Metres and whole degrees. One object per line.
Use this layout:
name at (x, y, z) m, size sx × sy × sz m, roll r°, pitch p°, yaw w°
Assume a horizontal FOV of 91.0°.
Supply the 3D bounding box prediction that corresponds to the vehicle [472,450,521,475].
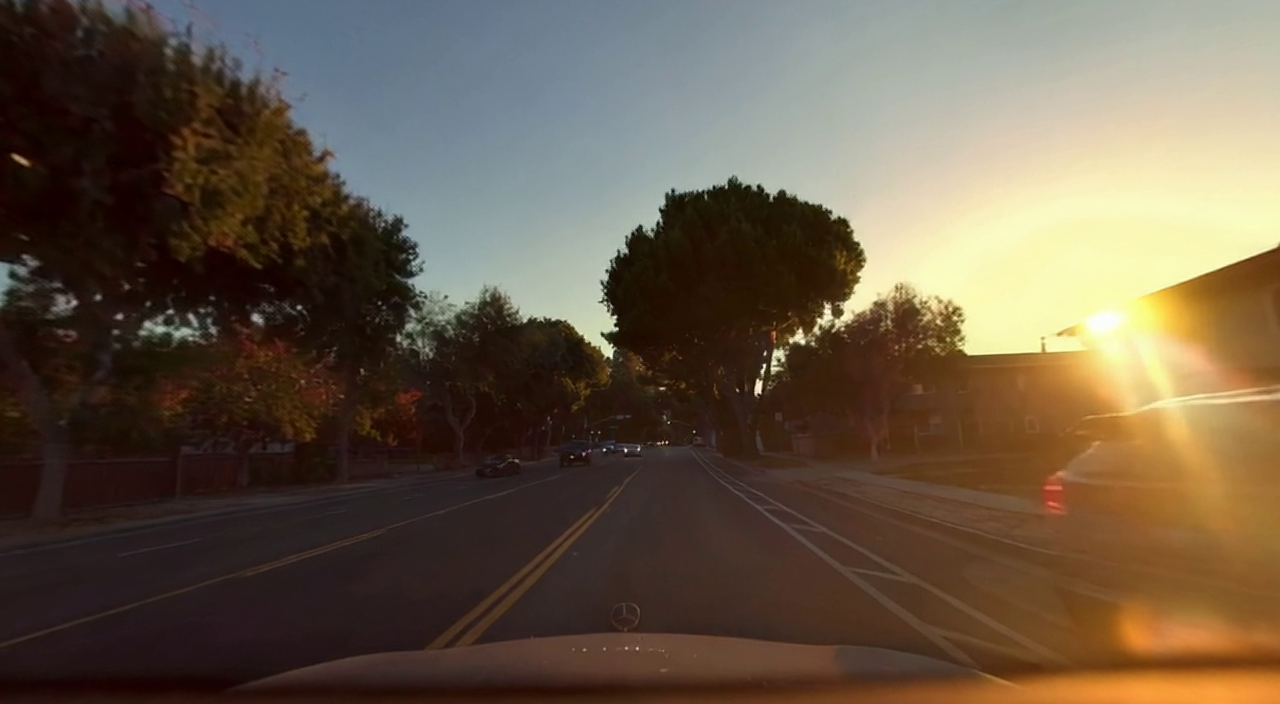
vehicle at (-8.958, 6.932, 39.763) m, size 1.865 × 1.441 × 4.422 m, roll 0°, pitch -8°, yaw 3°

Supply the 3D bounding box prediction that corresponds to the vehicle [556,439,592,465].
vehicle at (-4.960, 7.601, 48.007) m, size 2.063 × 1.859 × 4.812 m, roll 0°, pitch -8°, yaw 2°

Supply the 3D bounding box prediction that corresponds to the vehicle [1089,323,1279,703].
vehicle at (4.973, 0.899, 3.673) m, size 4.724 × 1.862 × 2.268 m, roll 5°, pitch -10°, yaw -36°
